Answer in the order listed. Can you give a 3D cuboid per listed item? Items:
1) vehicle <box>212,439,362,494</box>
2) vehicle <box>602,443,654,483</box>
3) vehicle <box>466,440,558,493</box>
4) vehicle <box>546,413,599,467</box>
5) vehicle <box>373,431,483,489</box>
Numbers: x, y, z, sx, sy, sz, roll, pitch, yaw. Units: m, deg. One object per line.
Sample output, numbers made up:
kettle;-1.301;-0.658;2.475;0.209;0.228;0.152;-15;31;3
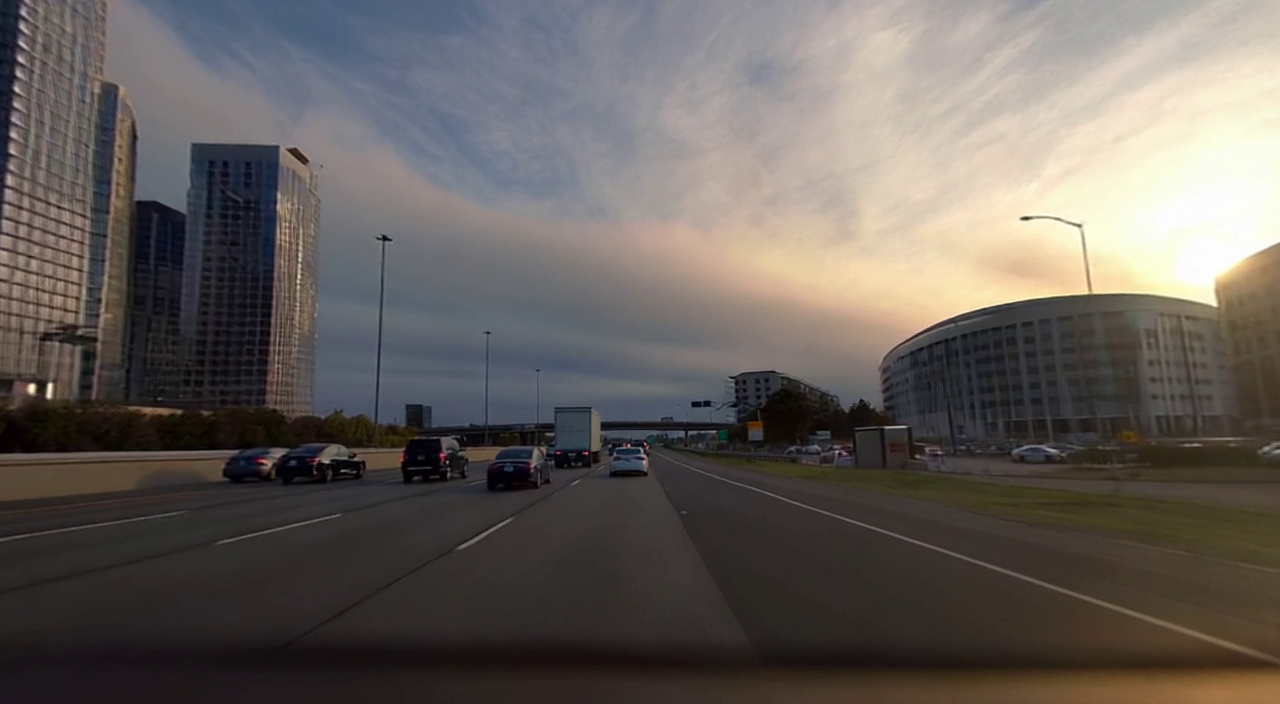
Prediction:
vehicle;-10.913;3.564;19.970;1.987;1.495;4.710;0;-9;1
vehicle;-0.464;4.520;25.939;1.991;1.488;3.922;0;-9;0
vehicle;-4.036;3.671;20.565;2.016;1.497;4.235;0;-9;1
vehicle;-4.440;6.069;43.138;2.955;3.359;8.322;1;-9;-2
vehicle;-7.392;3.815;22.576;2.190;1.821;4.800;0;-9;1
